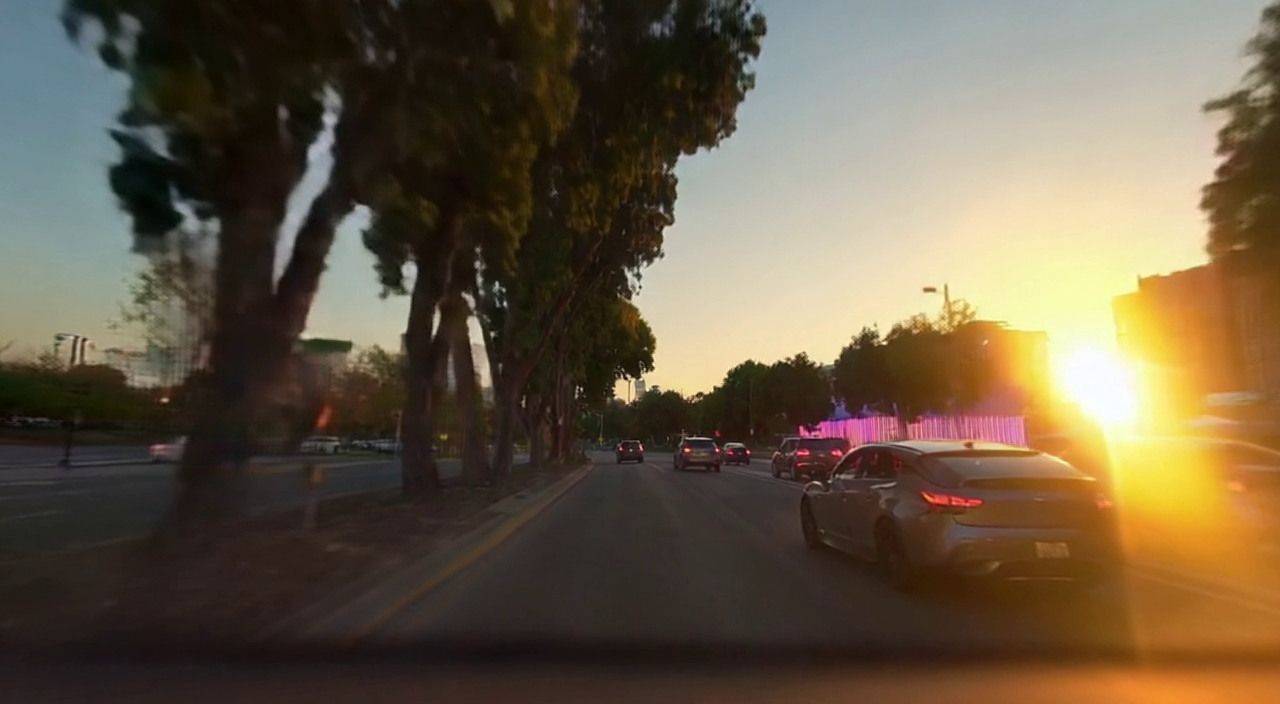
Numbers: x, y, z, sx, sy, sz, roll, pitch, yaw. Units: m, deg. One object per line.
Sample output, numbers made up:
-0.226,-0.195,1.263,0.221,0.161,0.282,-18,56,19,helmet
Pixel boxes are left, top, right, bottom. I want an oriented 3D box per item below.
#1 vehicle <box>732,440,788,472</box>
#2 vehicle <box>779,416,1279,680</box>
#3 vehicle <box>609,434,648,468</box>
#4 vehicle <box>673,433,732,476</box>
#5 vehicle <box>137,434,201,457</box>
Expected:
6.380,5.590,34.016,1.954,1.606,4.423,1,-8,-3,vehicle
2.754,1.413,5.708,1.883,1.452,4.258,0,-9,-2,vehicle
-0.750,5.738,36.542,2.051,1.798,4.168,1,-9,-4,vehicle
2.719,4.594,28.359,2.000,1.745,4.206,1,-9,-3,vehicle
-30.980,6.155,41.542,1.744,1.433,3.823,1,-9,-10,vehicle
